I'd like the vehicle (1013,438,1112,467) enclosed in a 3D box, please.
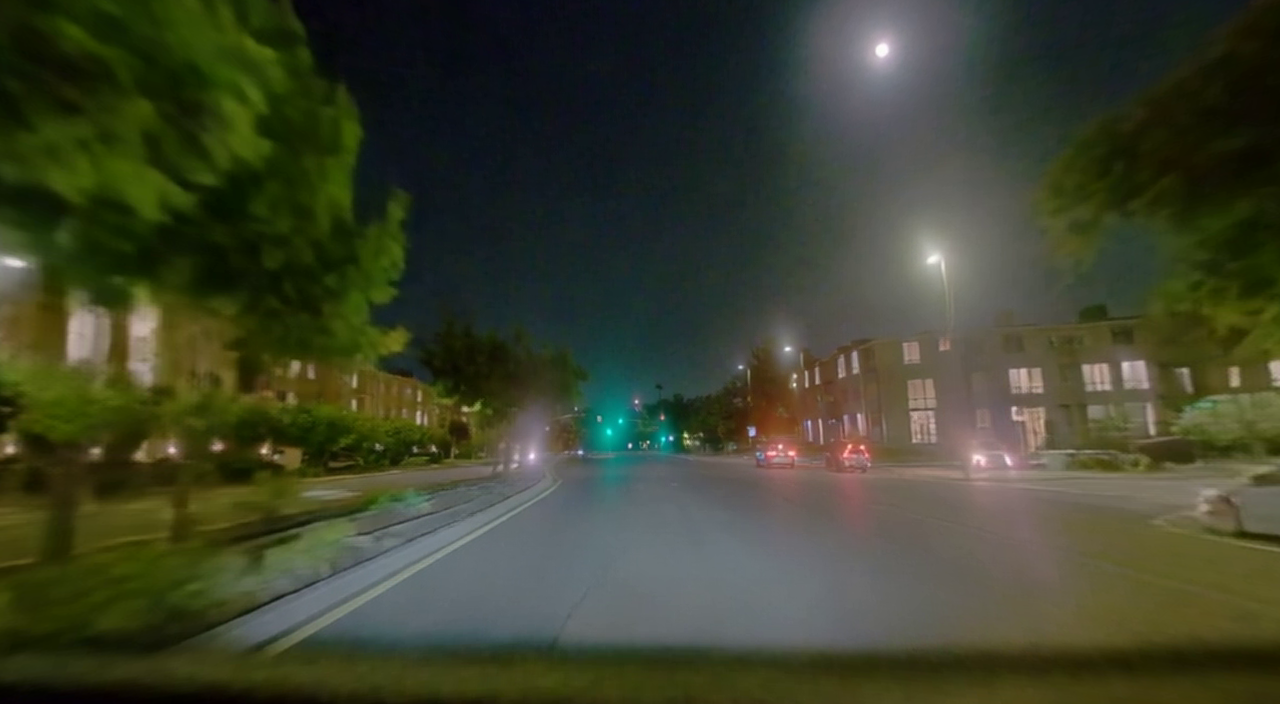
[{"bbox_3d":[25.467,6.058,38.195,1.775,1.592,4.561,8,-11,-41],"label":"vehicle"}]

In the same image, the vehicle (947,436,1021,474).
[{"bbox_3d":[16.986,5.081,31.295,2.630,1.808,1.657,0,-9,3],"label":"vehicle"}]
